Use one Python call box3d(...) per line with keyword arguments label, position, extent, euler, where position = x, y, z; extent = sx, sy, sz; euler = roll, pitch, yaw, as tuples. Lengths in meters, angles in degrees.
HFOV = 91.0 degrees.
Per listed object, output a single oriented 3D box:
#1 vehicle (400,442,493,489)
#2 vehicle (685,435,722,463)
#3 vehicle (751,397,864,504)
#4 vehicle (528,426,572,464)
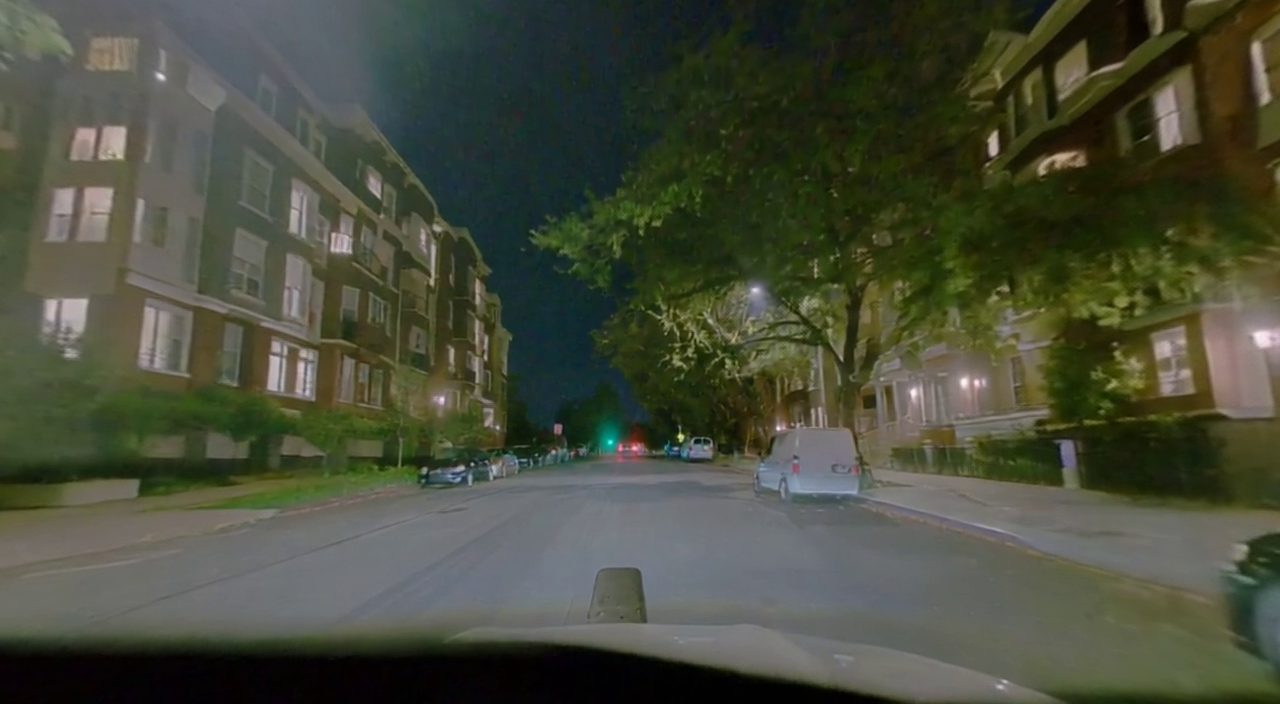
box3d(label="vehicle", position=(-6.913, 4.113, 23.073), extent=(2.003, 1.501, 4.779), euler=(-1, -9, -1))
box3d(label="vehicle", position=(4.708, 7.331, 47.662), extent=(2.216, 1.955, 4.970), euler=(0, -8, -1))
box3d(label="vehicle", position=(4.142, 2.495, 15.992), extent=(2.158, 2.478, 2.078), euler=(-1, -9, -1))
box3d(label="vehicle", position=(-6.723, 7.137, 47.855), extent=(2.341, 2.674, 5.753), euler=(-1, -10, 1))
